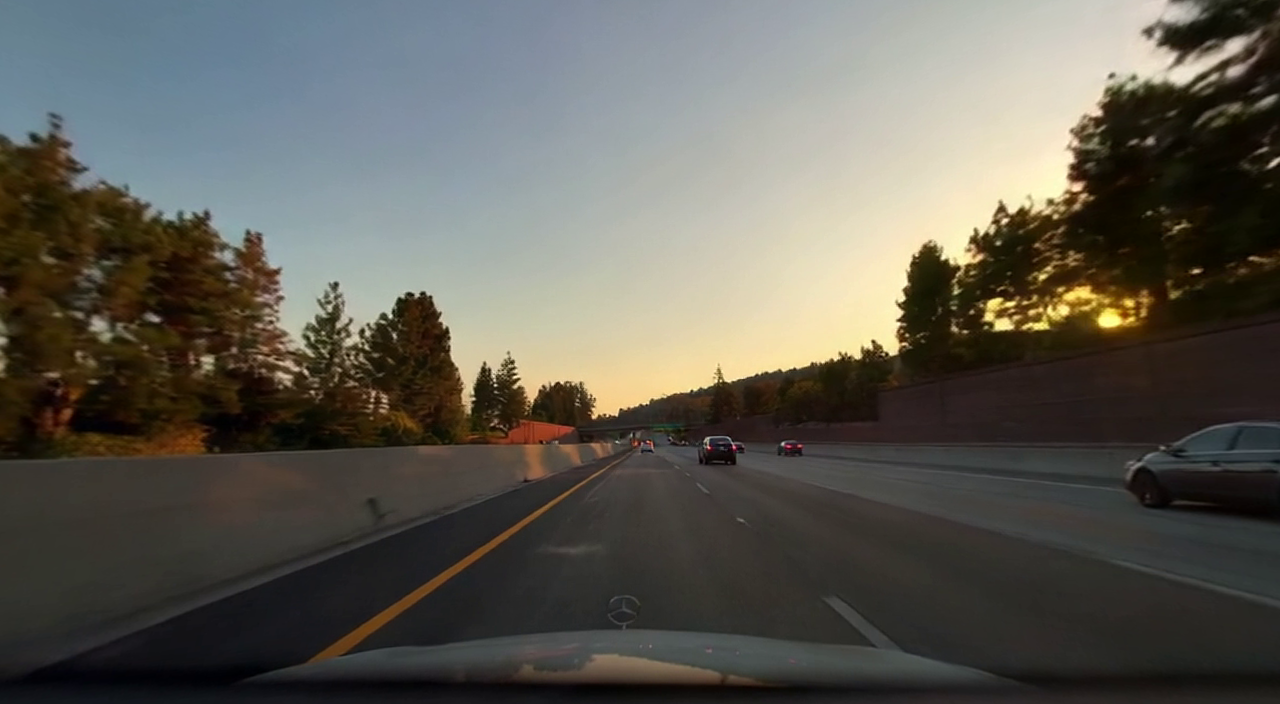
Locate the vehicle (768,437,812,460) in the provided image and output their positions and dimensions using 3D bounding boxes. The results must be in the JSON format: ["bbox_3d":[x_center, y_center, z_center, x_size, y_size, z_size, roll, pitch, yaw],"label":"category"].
[{"bbox_3d":[10.441,6.729,44.221,1.970,1.479,4.480,-1,-8,-1],"label":"vehicle"}]

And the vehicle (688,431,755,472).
[{"bbox_3d":[3.482,4.388,27.921,2.326,1.644,4.206,-1,-8,-1],"label":"vehicle"}]

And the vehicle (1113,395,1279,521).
[{"bbox_3d":[10.280,1.561,9.379,2.062,1.809,5.679,-1,-8,0],"label":"vehicle"}]
